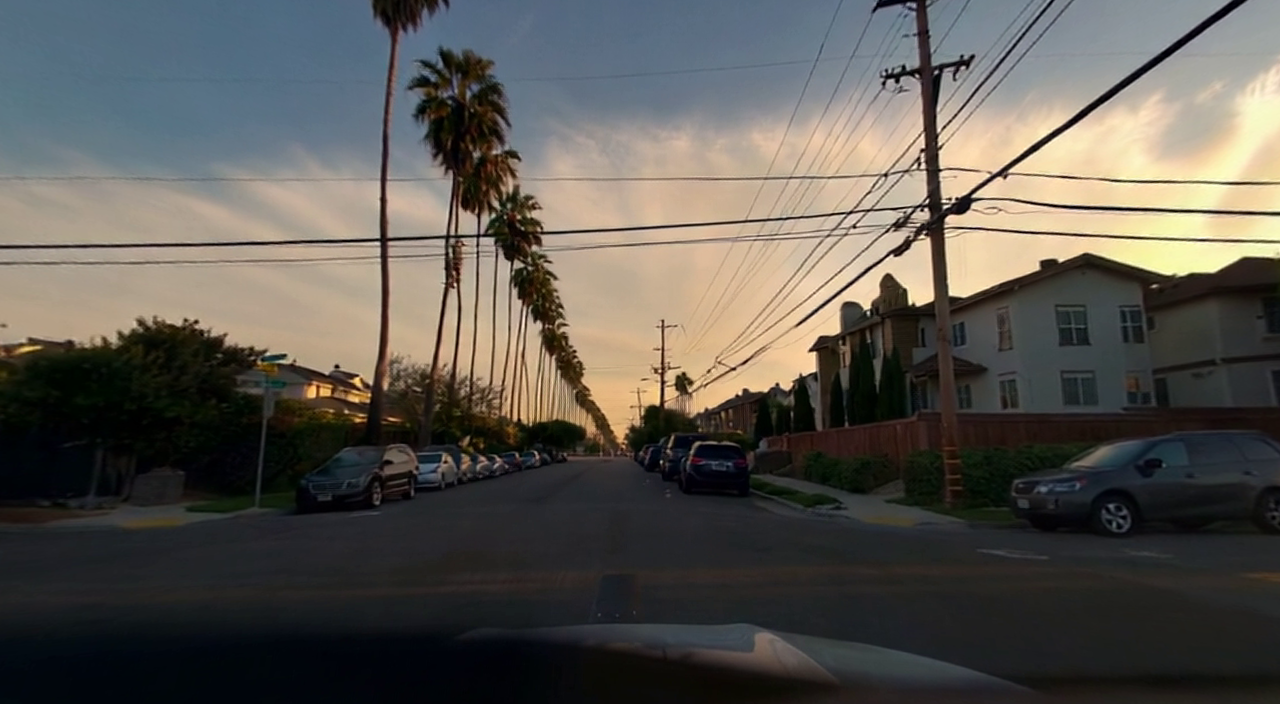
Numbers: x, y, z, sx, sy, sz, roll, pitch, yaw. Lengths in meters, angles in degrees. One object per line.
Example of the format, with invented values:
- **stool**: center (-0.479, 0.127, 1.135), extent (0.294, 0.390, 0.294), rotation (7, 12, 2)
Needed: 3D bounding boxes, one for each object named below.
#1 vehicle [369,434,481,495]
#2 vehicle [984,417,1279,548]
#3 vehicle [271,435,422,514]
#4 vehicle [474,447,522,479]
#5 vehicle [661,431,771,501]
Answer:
- **vehicle**: center (-7.703, 4.110, 23.482), extent (2.301, 1.939, 6.143), rotation (0, -9, -3)
- **vehicle**: center (10.003, 2.268, 11.635), extent (5.971, 1.967, 2.385), rotation (-1, -9, -6)
- **vehicle**: center (-7.365, 3.089, 16.479), extent (2.198, 1.724, 4.493), rotation (1, -9, -6)
- **vehicle**: center (-8.820, 6.886, 39.653), extent (2.178, 1.865, 4.658), rotation (0, -9, -3)
- **vehicle**: center (2.199, 3.592, 20.426), extent (2.505, 1.895, 5.805), rotation (1, -9, -4)
